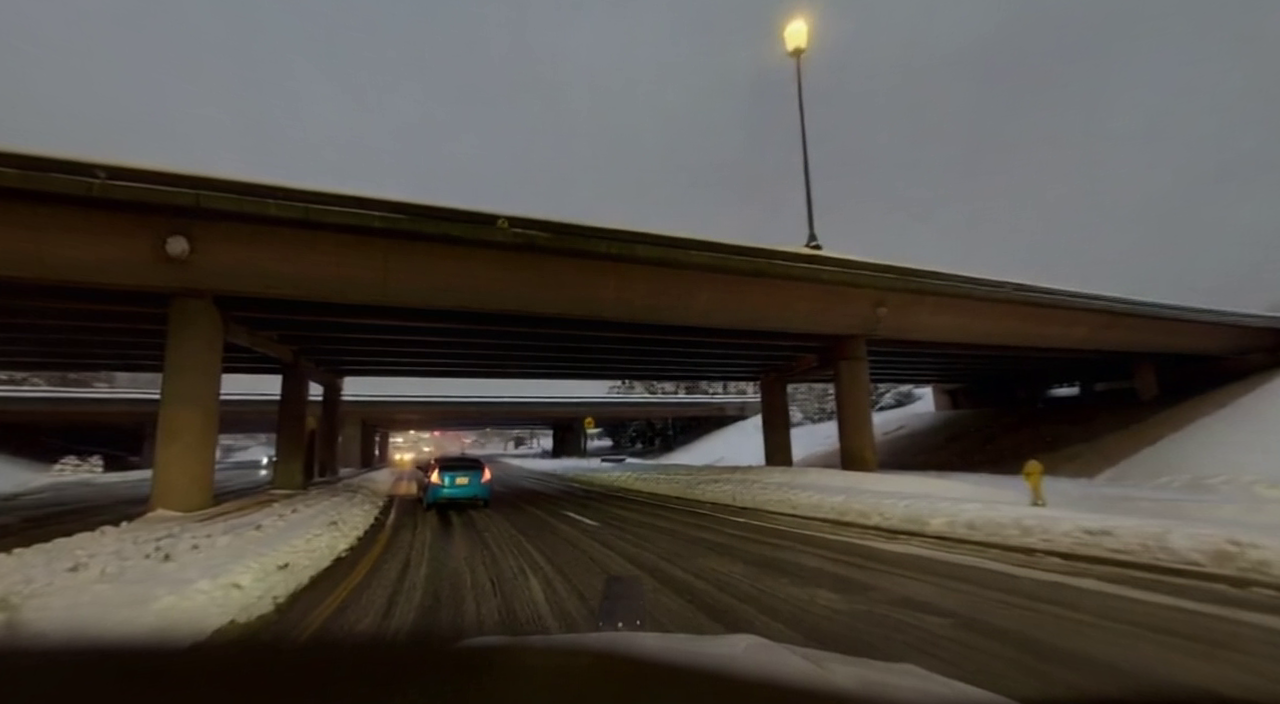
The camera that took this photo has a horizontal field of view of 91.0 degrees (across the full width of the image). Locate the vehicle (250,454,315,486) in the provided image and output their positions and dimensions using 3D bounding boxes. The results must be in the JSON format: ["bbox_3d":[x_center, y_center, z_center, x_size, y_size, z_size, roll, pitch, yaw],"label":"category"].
[{"bbox_3d":[-19.011,6.276,33.673,2.009,1.523,4.641,3,-9,-17],"label":"vehicle"}]

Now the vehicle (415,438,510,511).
[{"bbox_3d":[-4.627,3.038,16.063,1.976,1.584,3.772,3,-9,-20],"label":"vehicle"}]
